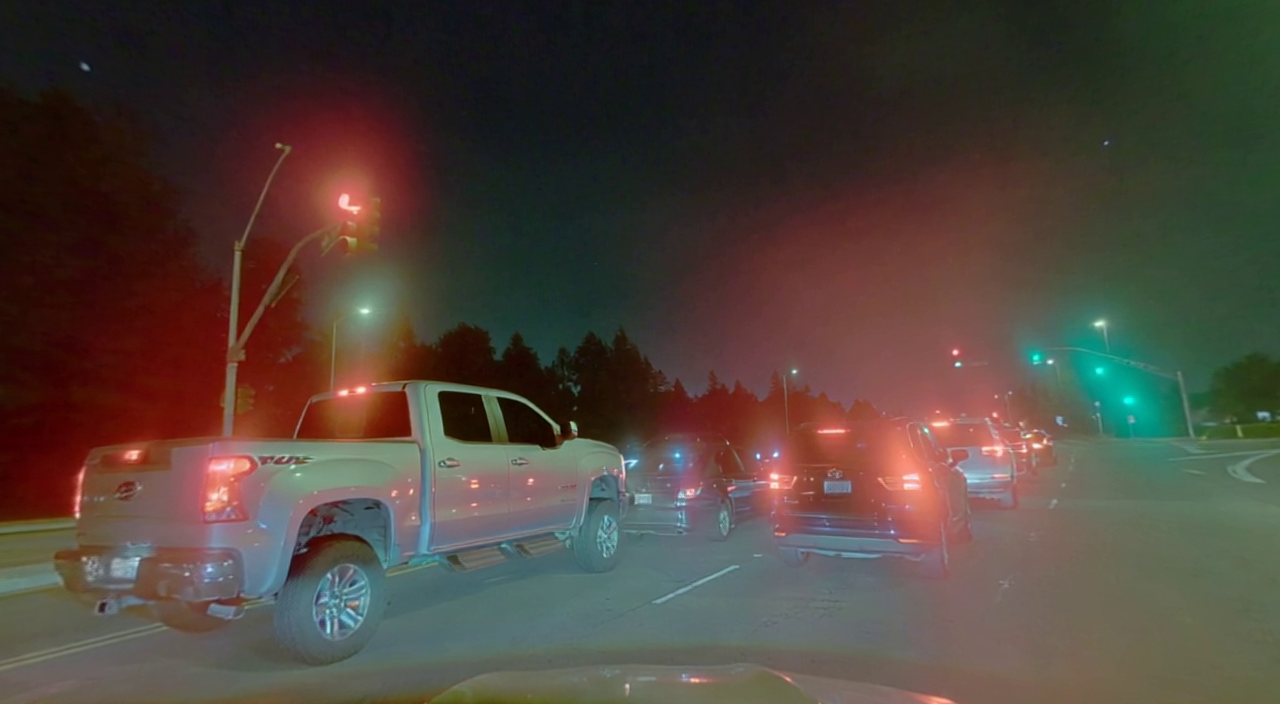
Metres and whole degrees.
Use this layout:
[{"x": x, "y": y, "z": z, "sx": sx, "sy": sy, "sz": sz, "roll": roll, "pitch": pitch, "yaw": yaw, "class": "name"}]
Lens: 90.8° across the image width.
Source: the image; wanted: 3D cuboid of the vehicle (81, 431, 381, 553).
[{"x": -8.362, "y": 2.784, "z": 13.458, "sx": 2.174, "sy": 2.057, "sz": 4.738, "roll": -6, "pitch": -10, "yaw": 33, "class": "vehicle"}]

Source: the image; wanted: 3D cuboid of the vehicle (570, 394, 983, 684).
[{"x": 1.715, "y": 1.376, "z": 5.991, "sx": 2.027, "sy": 1.549, "sz": 4.801, "roll": -6, "pitch": -10, "yaw": 35, "class": "vehicle"}]

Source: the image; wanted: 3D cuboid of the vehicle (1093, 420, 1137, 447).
[{"x": 32.815, "y": 5.673, "z": 43.705, "sx": 2.160, "sy": 1.790, "sz": 4.303, "roll": -6, "pitch": -10, "yaw": 35, "class": "vehicle"}]

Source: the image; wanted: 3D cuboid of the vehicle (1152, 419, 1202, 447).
[{"x": 35.783, "y": 5.471, "z": 42.169, "sx": 2.183, "sy": 1.714, "sz": 4.491, "roll": -6, "pitch": -11, "yaw": 37, "class": "vehicle"}]

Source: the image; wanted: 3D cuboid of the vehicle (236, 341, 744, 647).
[{"x": -0.872, "y": 1.399, "z": 7.476, "sx": 2.272, "sy": 2.016, "sz": 6.146, "roll": -5, "pitch": -10, "yaw": 27, "class": "vehicle"}]
